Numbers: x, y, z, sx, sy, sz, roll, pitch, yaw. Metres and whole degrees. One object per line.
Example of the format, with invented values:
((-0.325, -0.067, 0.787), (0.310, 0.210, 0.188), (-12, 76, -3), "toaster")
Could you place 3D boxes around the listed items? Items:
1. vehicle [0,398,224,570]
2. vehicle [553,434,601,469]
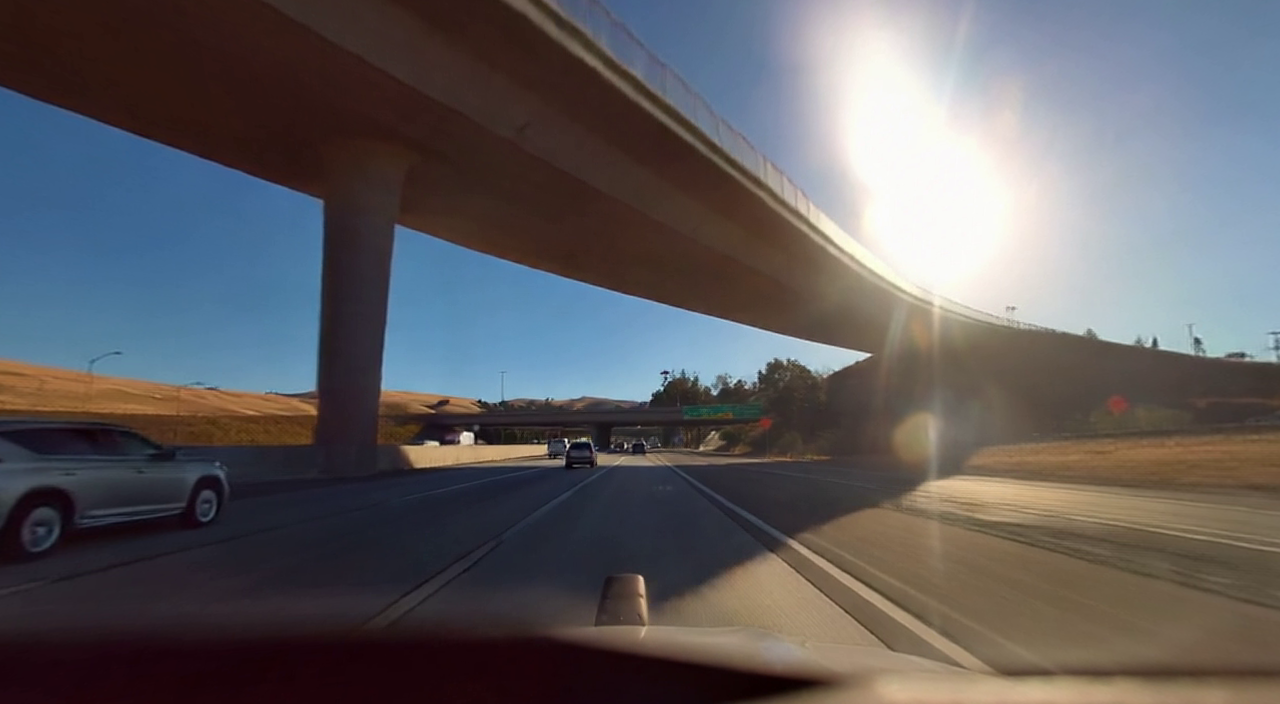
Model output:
((-7.468, 1.460, 7.263), (2.092, 1.712, 4.627), (0, -8, 1), "vehicle")
((-3.569, 5.781, 36.722), (2.144, 1.847, 4.850), (0, -8, 1), "vehicle")
